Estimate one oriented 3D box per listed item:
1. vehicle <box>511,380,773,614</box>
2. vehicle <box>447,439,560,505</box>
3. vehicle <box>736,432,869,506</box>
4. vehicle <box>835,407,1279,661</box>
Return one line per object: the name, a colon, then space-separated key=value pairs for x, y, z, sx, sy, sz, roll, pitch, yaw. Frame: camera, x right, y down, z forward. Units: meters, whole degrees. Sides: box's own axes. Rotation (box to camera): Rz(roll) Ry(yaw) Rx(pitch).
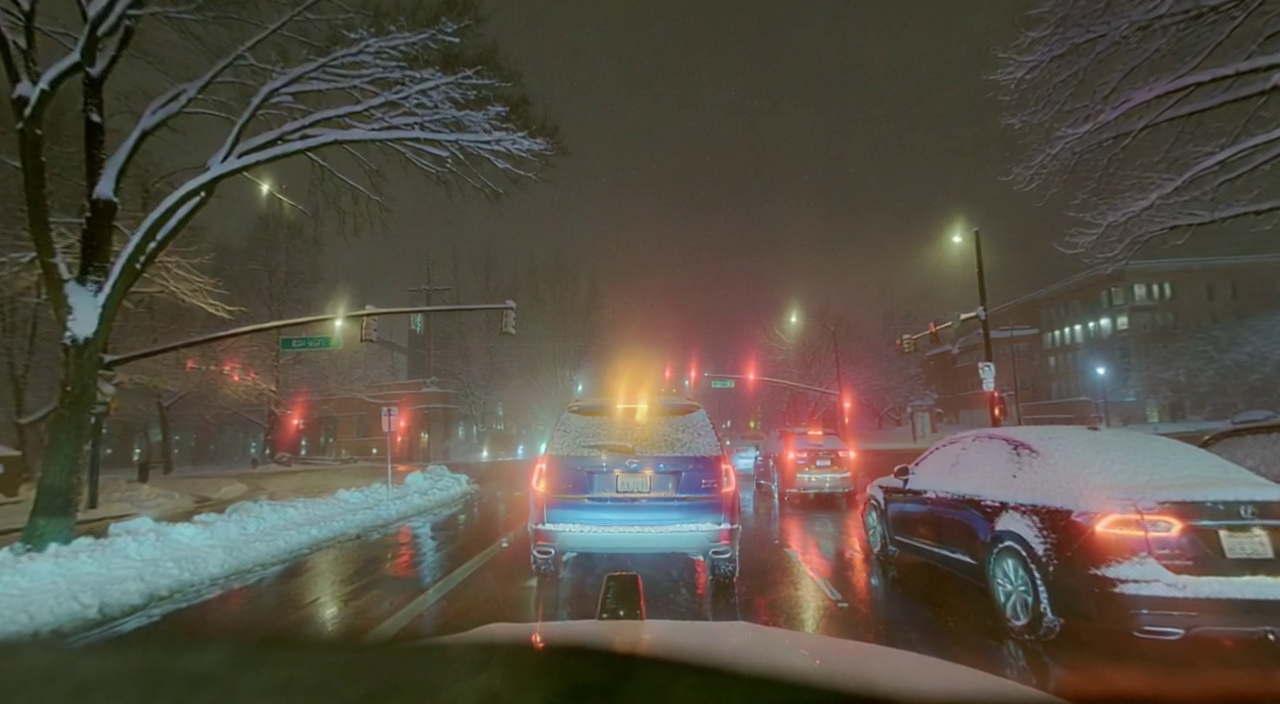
vehicle: x=-0.033 y=1.456 z=7.270 sx=2.038 sy=1.819 sz=4.505 roll=0 pitch=-8 yaw=-1
vehicle: x=-3.305 y=2.987 z=16.214 sx=1.913 sy=1.464 sz=4.276 roll=0 pitch=-8 yaw=0
vehicle: x=3.646 y=2.706 z=15.054 sx=1.940 sy=1.474 sz=4.234 roll=0 pitch=-8 yaw=-1
vehicle: x=3.643 y=1.408 z=6.068 sx=1.995 sy=1.483 sz=4.533 roll=0 pitch=-8 yaw=-1
